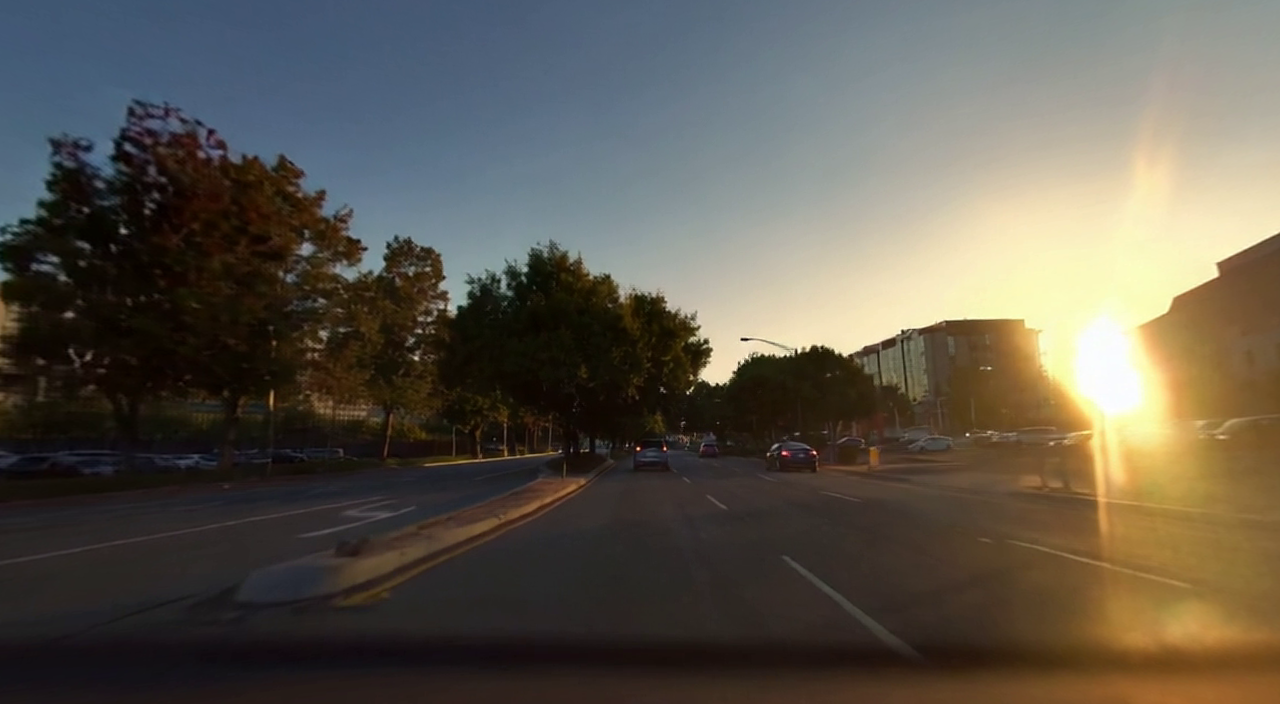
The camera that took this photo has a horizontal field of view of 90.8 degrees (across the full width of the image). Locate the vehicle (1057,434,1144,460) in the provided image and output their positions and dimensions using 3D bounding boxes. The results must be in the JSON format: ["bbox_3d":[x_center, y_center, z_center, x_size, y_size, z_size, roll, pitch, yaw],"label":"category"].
[{"bbox_3d":[26.313,5.463,36.281,1.887,1.419,4.191,0,-9,2],"label":"vehicle"}]

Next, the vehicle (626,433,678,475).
[{"bbox_3d":[0.460,4.738,29.634,2.227,1.794,4.457,0,-8,-2],"label":"vehicle"}]

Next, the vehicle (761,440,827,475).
[{"bbox_3d":[7.474,5.142,31.039,2.029,1.548,4.422,0,-8,-1],"label":"vehicle"}]

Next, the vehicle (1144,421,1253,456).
[{"bbox_3d":[31.729,4.968,36.152,1.924,1.809,4.977,-1,-8,4],"label":"vehicle"}]

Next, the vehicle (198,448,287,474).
[{"bbox_3d":[-26.537,7.257,42.288,4.541,1.676,2.063,0,-8,1],"label":"vehicle"}]

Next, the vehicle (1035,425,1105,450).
[{"bbox_3d":[30.359,6.117,44.803,2.138,1.531,4.436,-3,-11,6],"label":"vehicle"}]

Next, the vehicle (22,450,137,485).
[{"bbox_3d":[-29.938,6.169,33.863,4.251,1.598,1.925,-2,-10,-3],"label":"vehicle"}]
